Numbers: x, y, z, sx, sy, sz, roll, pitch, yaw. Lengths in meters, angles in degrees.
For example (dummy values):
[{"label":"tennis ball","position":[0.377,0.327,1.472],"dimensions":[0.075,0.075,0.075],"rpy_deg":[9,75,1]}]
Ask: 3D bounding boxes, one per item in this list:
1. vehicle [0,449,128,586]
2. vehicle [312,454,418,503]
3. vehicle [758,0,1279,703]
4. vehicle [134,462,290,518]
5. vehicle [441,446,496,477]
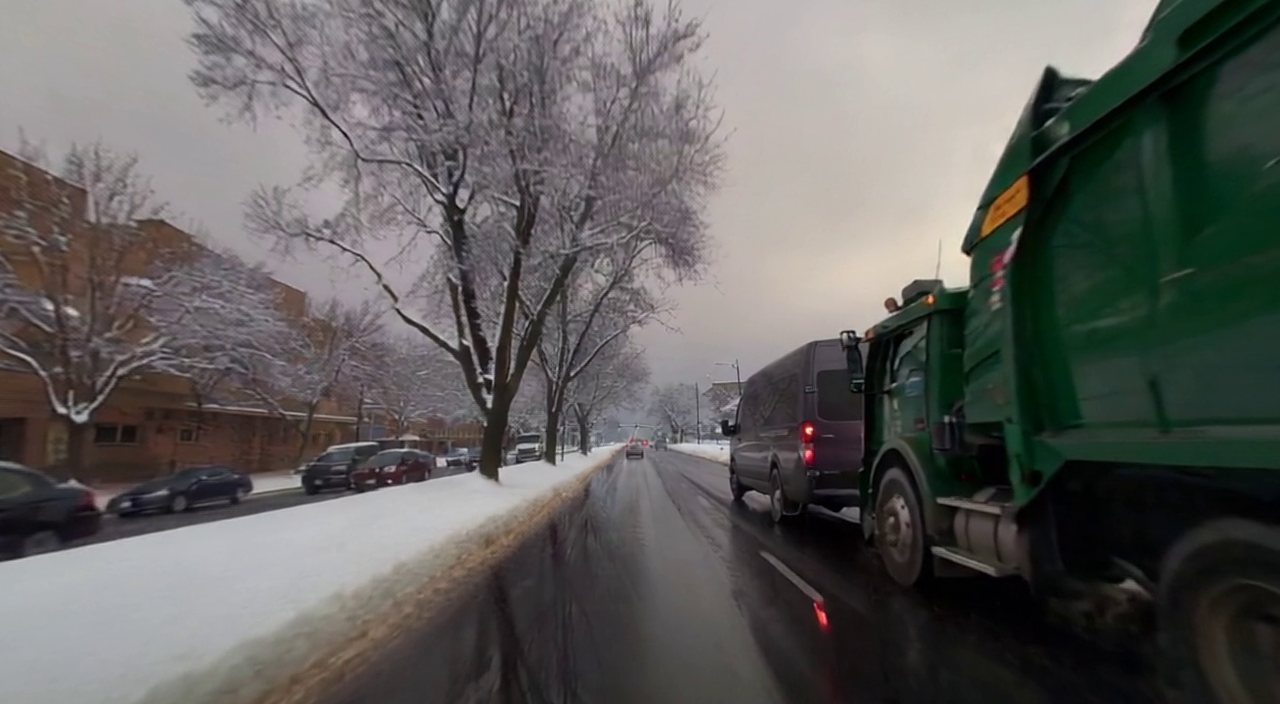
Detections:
[{"label":"vehicle","position":[-9.237,2.103,7.914],"dimensions":[1.959,1.749,4.488],"rpy_deg":[0,-9,-2]},{"label":"vehicle","position":[-9.708,4.453,22.715],"dimensions":[1.953,1.539,4.326],"rpy_deg":[0,-9,-2]},{"label":"vehicle","position":[3.679,0.552,6.463],"dimensions":[2.731,3.407,10.262],"rpy_deg":[0,-9,-1]},{"label":"vehicle","position":[-13.275,4.266,20.004],"dimensions":[1.803,1.427,4.604],"rpy_deg":[0,-9,-2]},{"label":"vehicle","position":[-10.288,6.595,38.230],"dimensions":[2.089,1.754,4.573],"rpy_deg":[0,-9,-1]}]
